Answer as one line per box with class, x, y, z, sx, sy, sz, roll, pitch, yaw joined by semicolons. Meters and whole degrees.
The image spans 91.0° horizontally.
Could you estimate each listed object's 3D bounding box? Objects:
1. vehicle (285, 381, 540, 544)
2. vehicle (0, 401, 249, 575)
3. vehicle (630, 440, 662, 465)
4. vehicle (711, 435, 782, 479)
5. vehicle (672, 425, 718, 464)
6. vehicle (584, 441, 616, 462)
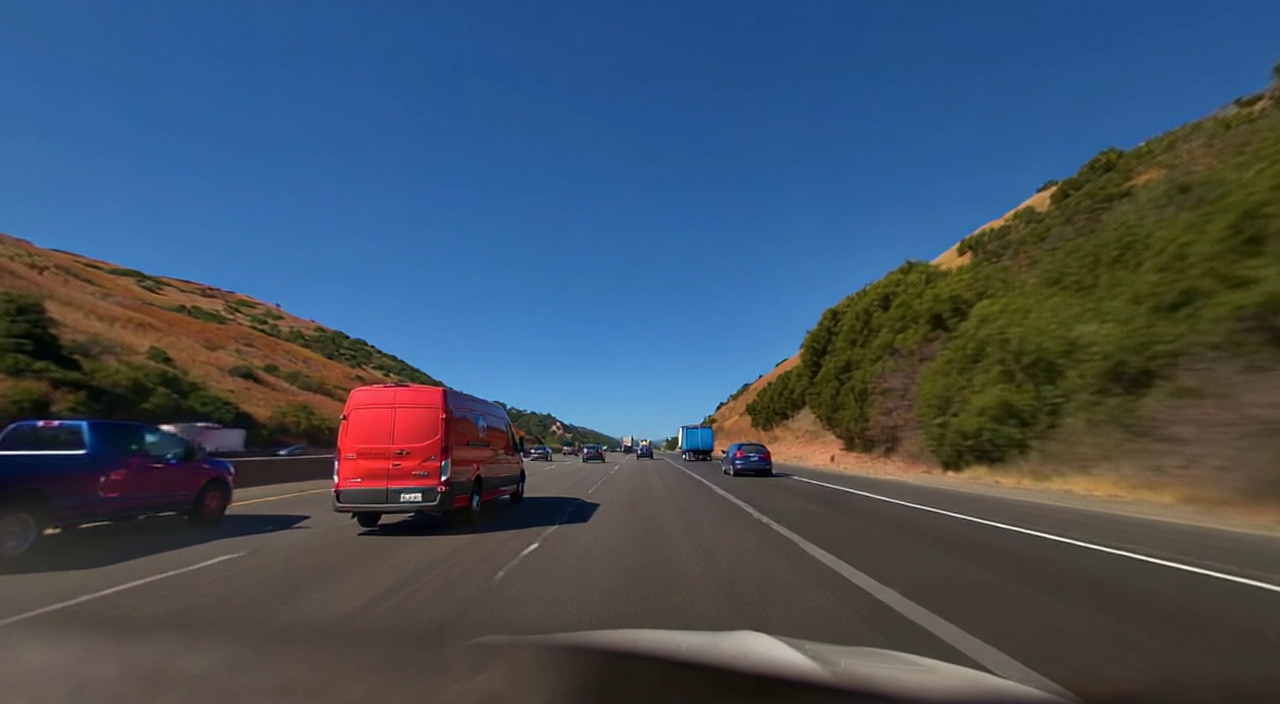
vehicle;-3.553;1.926;11.502;2.421;2.203;5.775;0;-8;1
vehicle;-7.376;1.557;7.646;2.054;1.715;4.928;0;-8;0
vehicle;0.379;6.591;41.370;2.014;1.543;3.804;0;-9;0
vehicle;4.191;4.203;25.460;2.051;1.598;4.145;0;-9;-1
vehicle;4.113;7.185;48.809;2.877;2.730;7.831;0;-9;0
vehicle;-3.044;7.630;48.440;2.138;1.581;4.340;0;-9;1
